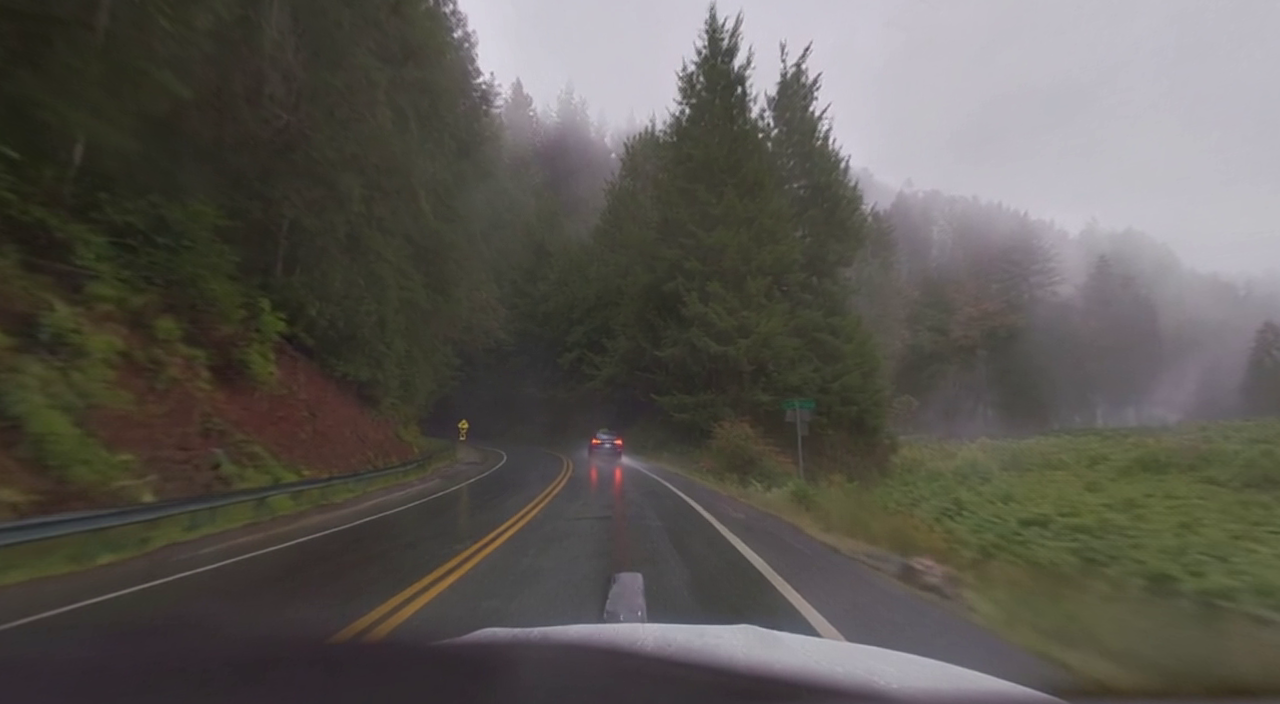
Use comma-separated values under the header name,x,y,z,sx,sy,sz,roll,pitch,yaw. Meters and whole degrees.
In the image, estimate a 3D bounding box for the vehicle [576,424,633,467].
name,x,y,z,sx,sy,sz,roll,pitch,yaw
vehicle,-1.894,4.708,31.693,2.469,1.953,5.605,1,-9,-7
